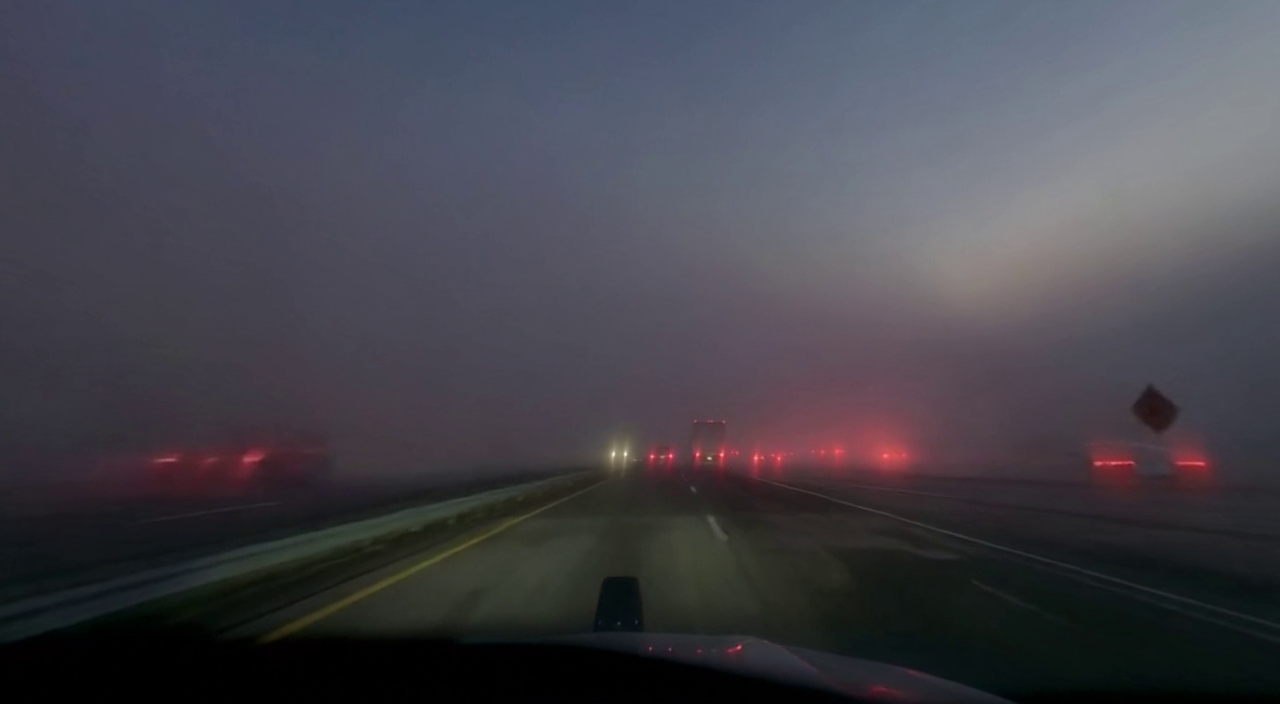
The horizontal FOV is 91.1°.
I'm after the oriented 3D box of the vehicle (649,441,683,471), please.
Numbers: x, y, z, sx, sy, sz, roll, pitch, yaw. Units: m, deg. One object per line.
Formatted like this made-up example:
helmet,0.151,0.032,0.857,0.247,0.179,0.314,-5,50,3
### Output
vehicle,2.017,7.806,47.378,2.271,2.049,4.894,-1,-9,5
